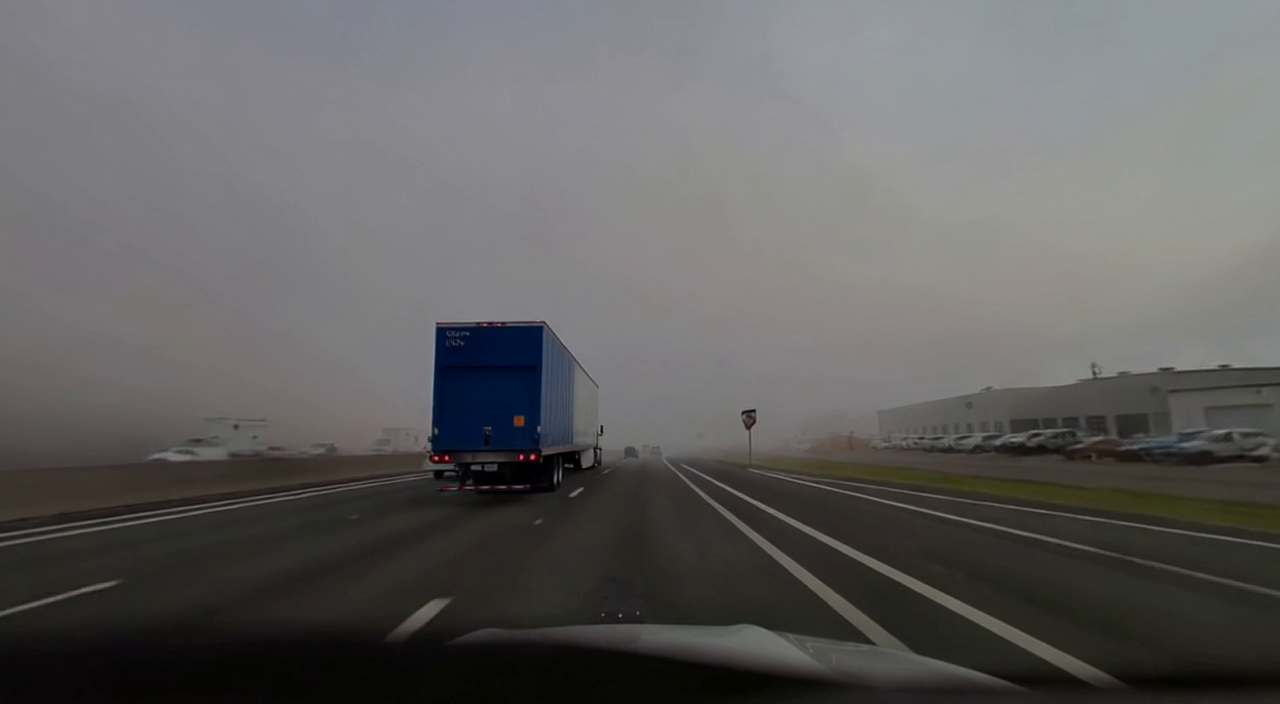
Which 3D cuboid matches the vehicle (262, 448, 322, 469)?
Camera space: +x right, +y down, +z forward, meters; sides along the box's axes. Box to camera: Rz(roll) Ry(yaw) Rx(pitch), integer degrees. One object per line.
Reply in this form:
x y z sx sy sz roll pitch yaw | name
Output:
-27.348 8.355 49.817 1.911 1.505 4.787 0 -8 1 | vehicle

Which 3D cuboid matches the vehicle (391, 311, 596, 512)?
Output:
-3.536 2.363 21.078 2.939 4.132 16.303 0 -8 0 | vehicle

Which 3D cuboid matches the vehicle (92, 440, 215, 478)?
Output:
-27.841 6.107 36.495 2.253 1.970 6.015 0 -8 1 | vehicle
